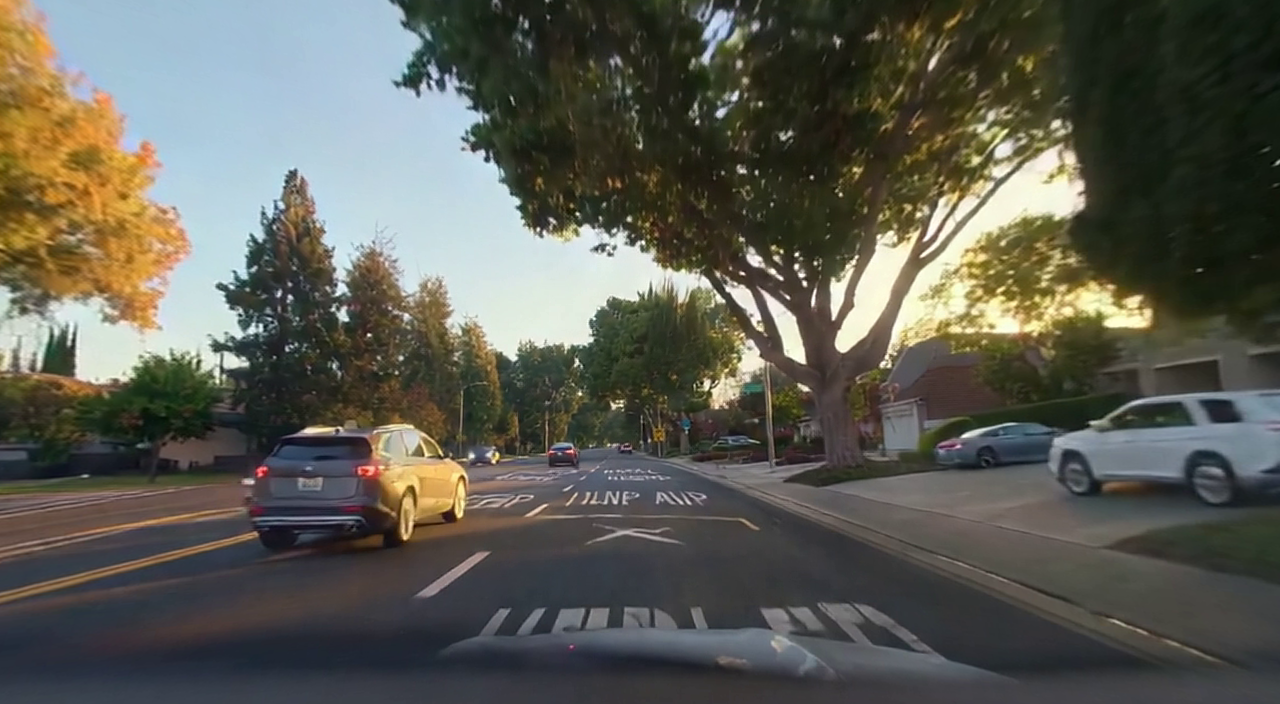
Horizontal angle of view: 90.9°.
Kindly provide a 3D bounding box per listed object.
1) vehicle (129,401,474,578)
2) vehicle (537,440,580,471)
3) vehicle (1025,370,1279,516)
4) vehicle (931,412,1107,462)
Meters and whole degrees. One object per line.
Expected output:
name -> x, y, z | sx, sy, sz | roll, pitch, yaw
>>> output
vehicle -> -4.002, 1.706, 8.616 | 2.190, 1.766, 4.394 | 0, -8, 1
vehicle -> -4.144, 5.307, 32.519 | 1.802, 1.528, 3.490 | 0, -8, -1
vehicle -> 8.559, 1.314, 9.705 | 1.934, 1.741, 4.793 | -6, -8, -3
vehicle -> 12.135, 2.758, 20.414 | 4.411, 1.522, 2.004 | 0, -8, -3
